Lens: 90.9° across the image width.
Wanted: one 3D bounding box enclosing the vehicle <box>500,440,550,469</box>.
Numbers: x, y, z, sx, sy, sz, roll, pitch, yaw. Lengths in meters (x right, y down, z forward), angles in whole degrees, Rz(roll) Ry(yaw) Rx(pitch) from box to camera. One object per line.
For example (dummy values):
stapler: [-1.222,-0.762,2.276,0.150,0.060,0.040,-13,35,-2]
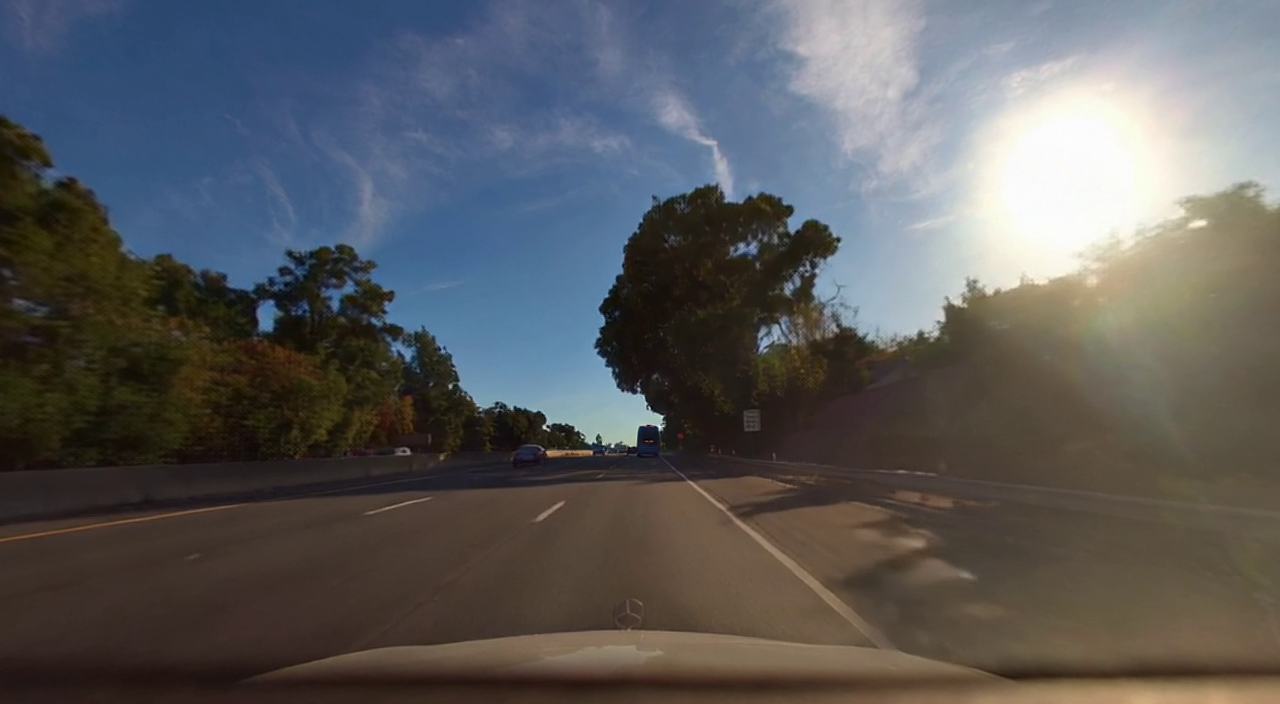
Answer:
vehicle: [-6.961,6.243,38.633,2.080,1.674,4.660,0,-8,1]
